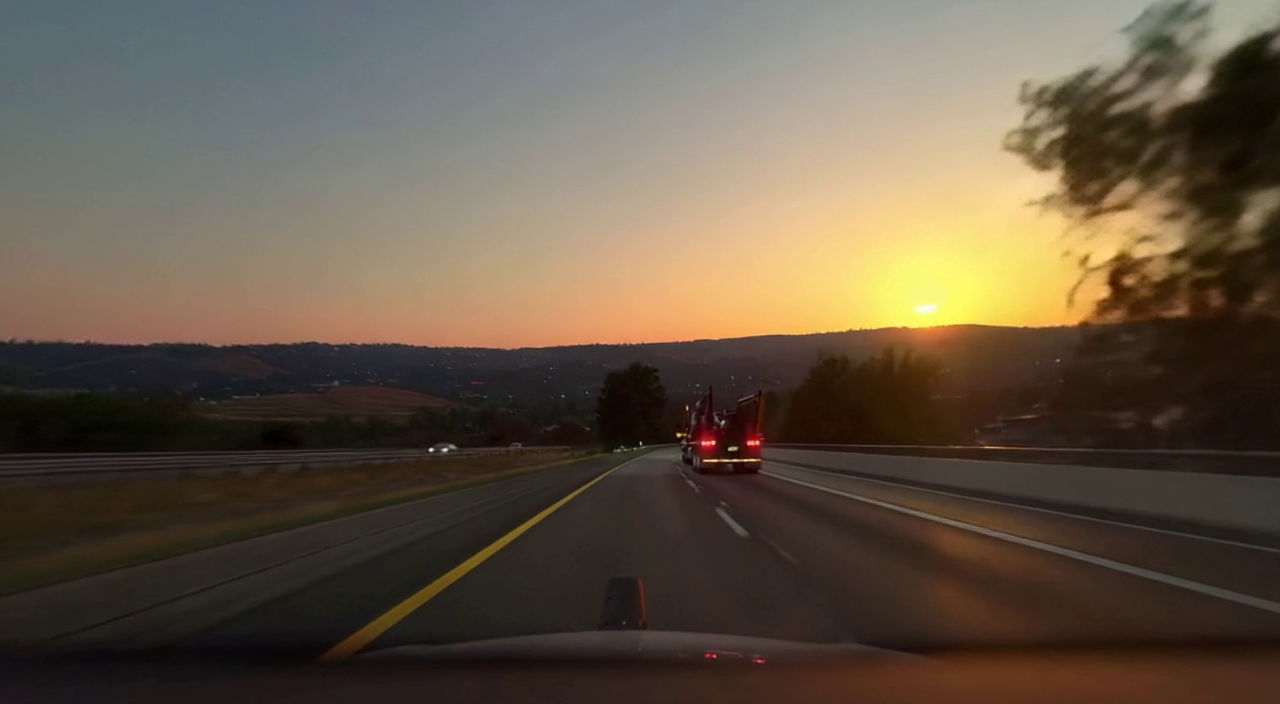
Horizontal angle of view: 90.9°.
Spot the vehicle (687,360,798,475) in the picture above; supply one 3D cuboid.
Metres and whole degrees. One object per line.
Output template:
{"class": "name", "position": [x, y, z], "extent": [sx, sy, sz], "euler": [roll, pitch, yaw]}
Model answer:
{"class": "vehicle", "position": [3.785, 2.746, 25.211], "extent": [3.279, 3.956, 6.541], "euler": [0, -9, 0]}
